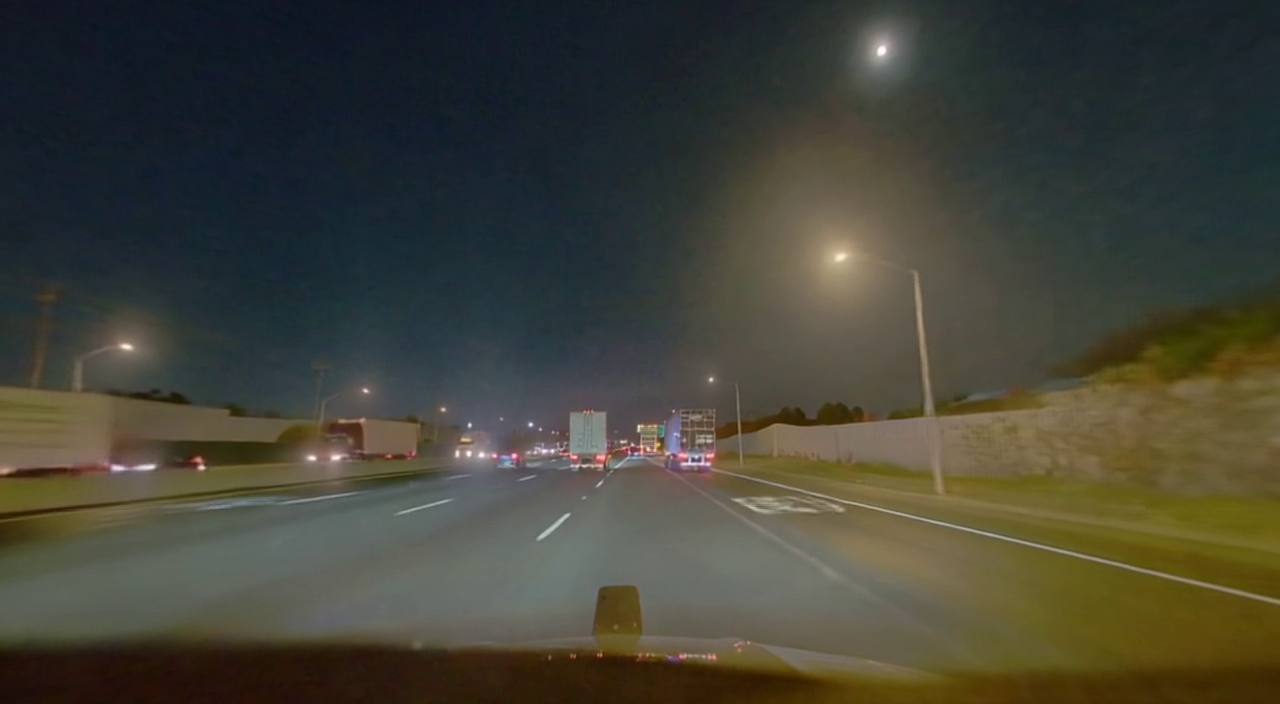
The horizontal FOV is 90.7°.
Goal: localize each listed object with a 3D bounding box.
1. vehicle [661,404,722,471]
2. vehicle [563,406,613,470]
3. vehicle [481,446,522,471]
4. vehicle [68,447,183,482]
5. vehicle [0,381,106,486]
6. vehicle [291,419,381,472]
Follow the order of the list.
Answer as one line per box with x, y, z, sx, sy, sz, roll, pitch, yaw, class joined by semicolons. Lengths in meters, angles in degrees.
3.433;6.330;46.622;2.908;3.898;17.275;1;-8;0;vehicle
-3.650;6.484;47.798;2.848;4.098;13.421;0;-8;-1;vehicle
-9.972;7.693;45.861;2.132;1.679;4.045;0;-9;-1;vehicle
-26.761;5.840;33.155;1.780;1.632;4.772;0;-9;4;vehicle
-23.129;2.888;22.228;2.698;3.522;6.672;0;-9;0;vehicle
-23.464;7.298;49.397;3.052;3.783;7.778;0;-9;0;vehicle
